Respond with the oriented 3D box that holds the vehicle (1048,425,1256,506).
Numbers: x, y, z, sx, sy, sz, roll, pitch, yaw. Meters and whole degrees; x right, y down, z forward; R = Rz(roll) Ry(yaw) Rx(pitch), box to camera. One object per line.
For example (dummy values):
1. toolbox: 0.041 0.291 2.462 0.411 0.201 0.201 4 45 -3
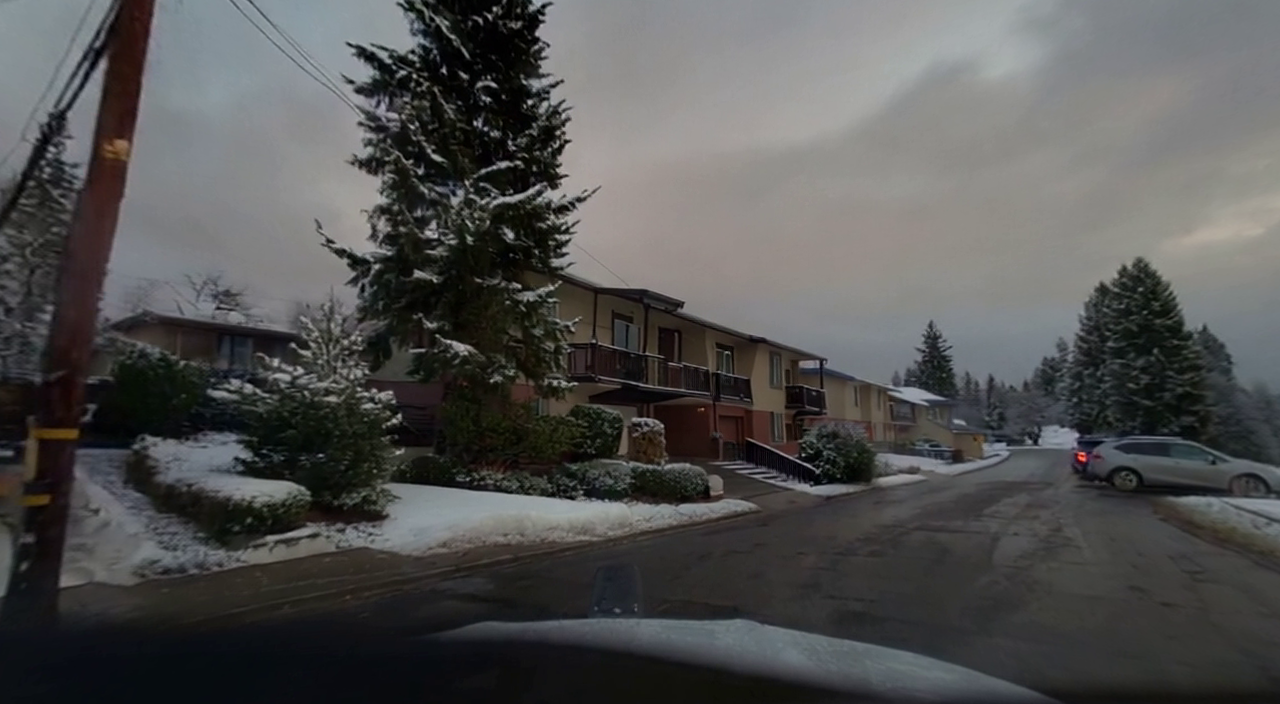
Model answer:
1. vehicle: 19.389 4.228 24.409 5.872 2.468 2.864 -1 -8 36
